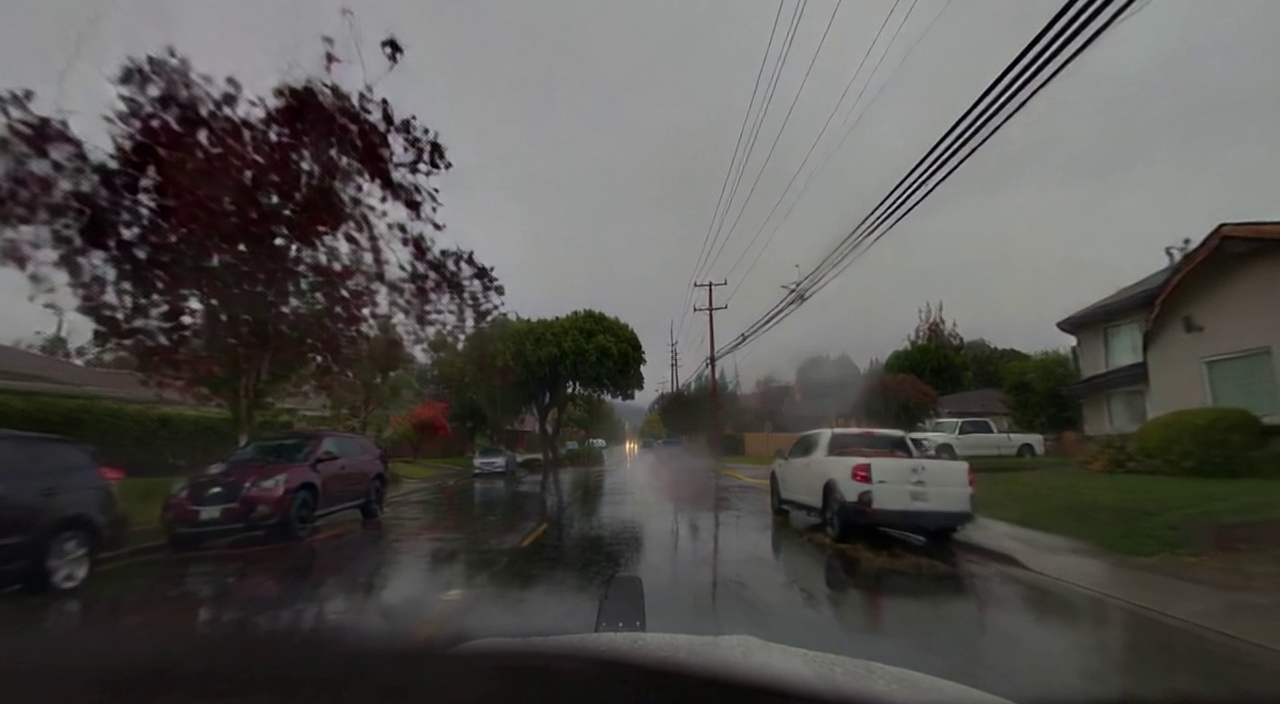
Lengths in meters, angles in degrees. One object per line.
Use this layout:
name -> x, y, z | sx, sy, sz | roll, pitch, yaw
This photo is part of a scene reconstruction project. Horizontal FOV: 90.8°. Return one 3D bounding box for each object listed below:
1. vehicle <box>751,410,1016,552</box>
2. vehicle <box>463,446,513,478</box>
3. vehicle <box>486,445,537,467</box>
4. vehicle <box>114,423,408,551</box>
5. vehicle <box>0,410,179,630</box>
vehicle -> 3.545, 2.036, 10.725 | 2.178, 1.757, 5.495 | 0, -9, -2
vehicle -> -7.441, 5.418, 31.308 | 1.997, 1.456, 4.319 | 1, -9, -8
vehicle -> -9.478, 7.610, 46.284 | 2.033, 1.477, 4.626 | 6, -10, -33
vehicle -> -6.407, 2.337, 11.714 | 2.158, 1.817, 5.230 | 0, -9, 0
vehicle -> -6.325, 1.344, 4.899 | 2.031, 1.799, 4.587 | 0, -9, -1
